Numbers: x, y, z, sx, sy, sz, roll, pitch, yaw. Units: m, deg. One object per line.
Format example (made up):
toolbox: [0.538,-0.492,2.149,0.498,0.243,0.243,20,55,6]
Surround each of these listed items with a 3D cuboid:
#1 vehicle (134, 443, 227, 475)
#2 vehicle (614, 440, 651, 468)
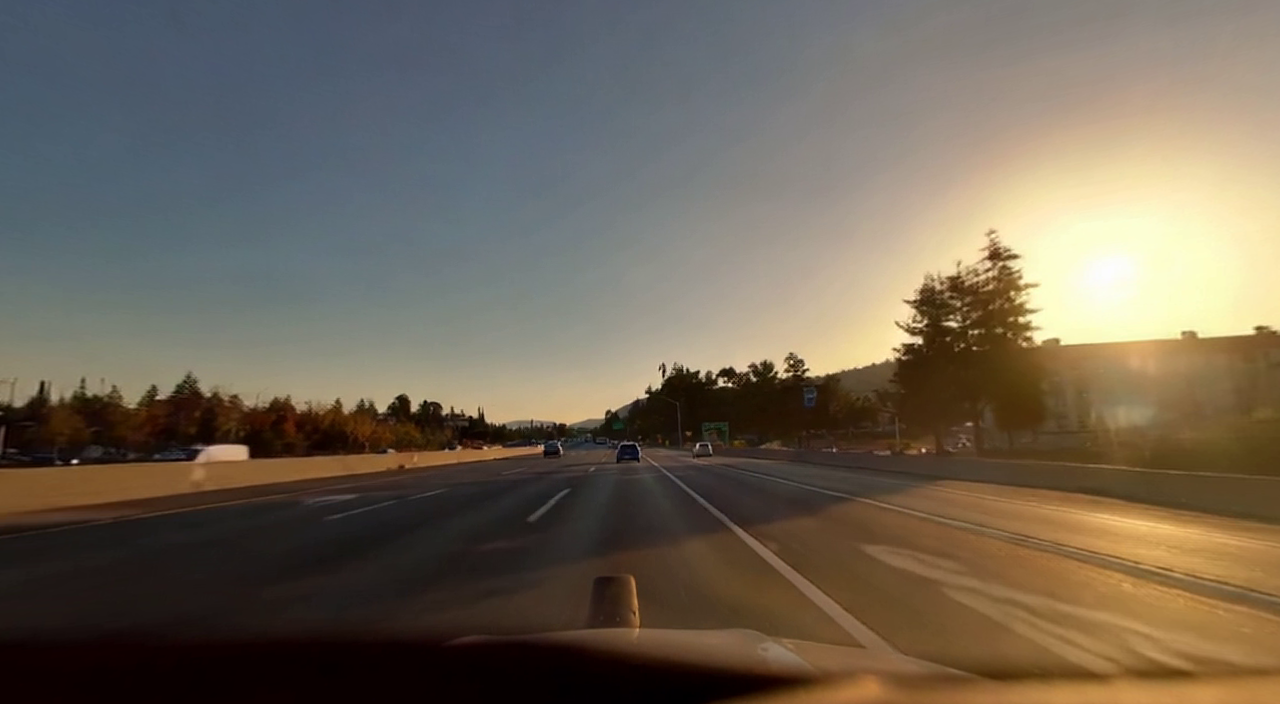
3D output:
vehicle: [-25.240,5.883,34.947,1.884,1.608,4.427,0,-8,-1]
vehicle: [-0.464,5.774,36.108,2.012,1.471,4.059,0,-8,-1]
